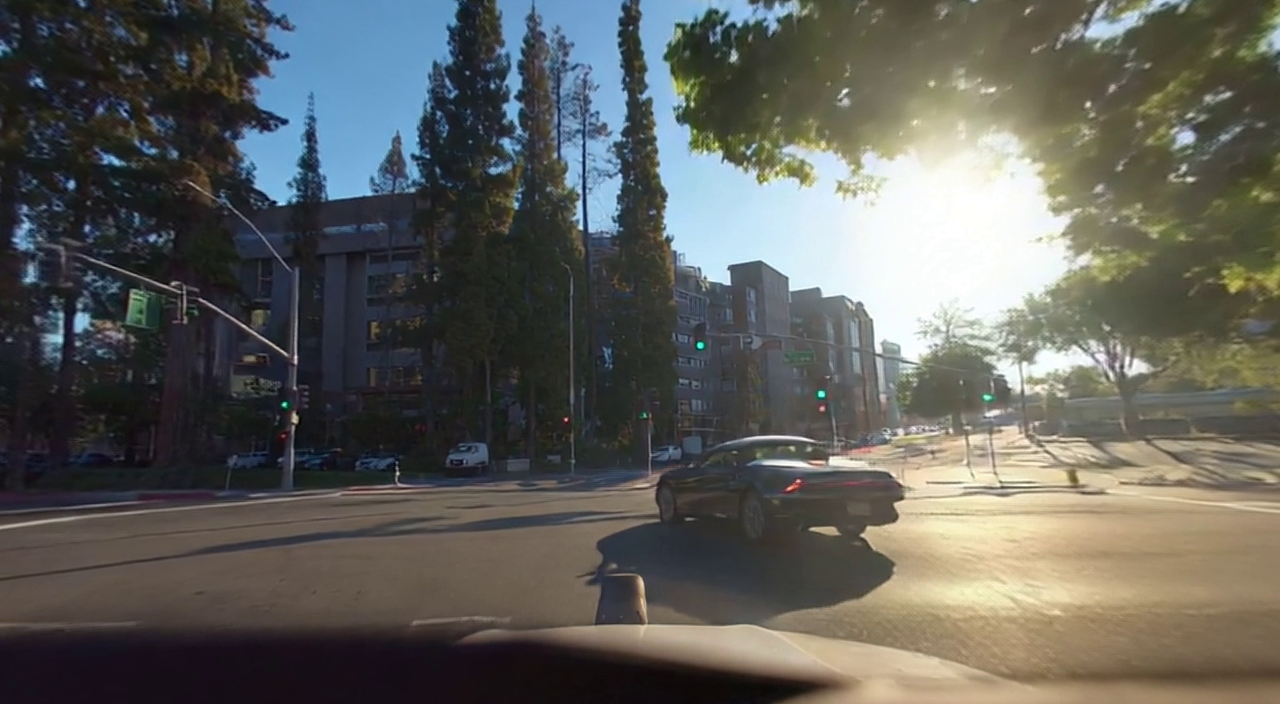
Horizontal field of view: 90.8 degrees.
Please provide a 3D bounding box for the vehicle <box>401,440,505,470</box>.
[{"bbox_3d":[-12.074,6.636,40.971,6.021,1.868,2.172,0,-8,3],"label":"vehicle"}]

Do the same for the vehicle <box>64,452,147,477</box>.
[{"bbox_3d":[-33.871,7.117,40.191,1.709,1.410,3.945,0,-8,2],"label":"vehicle"}]

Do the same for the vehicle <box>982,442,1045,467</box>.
[{"bbox_3d":[23.579,6.447,40.024,1.997,1.495,3.504,0,-8,5],"label":"vehicle"}]

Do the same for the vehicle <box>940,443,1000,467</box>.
[{"bbox_3d":[20.673,6.450,39.765,1.970,1.449,3.604,0,-8,4],"label":"vehicle"}]

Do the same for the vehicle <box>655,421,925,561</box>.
[{"bbox_3d":[1.839,1.873,9.367,1.903,1.529,4.254,3,-9,-18],"label":"vehicle"}]

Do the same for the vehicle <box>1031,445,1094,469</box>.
[{"bbox_3d":[26.230,6.500,39.319,1.817,1.361,3.253,0,-8,4],"label":"vehicle"}]

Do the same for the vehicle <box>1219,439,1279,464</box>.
[{"bbox_3d":[37.332,6.021,38.032,1.649,1.463,3.507,0,-10,3],"label":"vehicle"}]

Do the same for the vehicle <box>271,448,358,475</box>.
[{"bbox_3d":[-19.359,6.494,37.658,4.207,1.508,1.875,-1,-8,5],"label":"vehicle"}]

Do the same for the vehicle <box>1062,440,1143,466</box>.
[{"bbox_3d":[28.552,6.255,39.199,2.039,1.501,4.231,0,-8,5],"label":"vehicle"}]

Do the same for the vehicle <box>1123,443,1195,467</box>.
[{"bbox_3d":[31.627,6.241,38.586,1.746,1.391,3.360,-1,-8,7],"label":"vehicle"}]
